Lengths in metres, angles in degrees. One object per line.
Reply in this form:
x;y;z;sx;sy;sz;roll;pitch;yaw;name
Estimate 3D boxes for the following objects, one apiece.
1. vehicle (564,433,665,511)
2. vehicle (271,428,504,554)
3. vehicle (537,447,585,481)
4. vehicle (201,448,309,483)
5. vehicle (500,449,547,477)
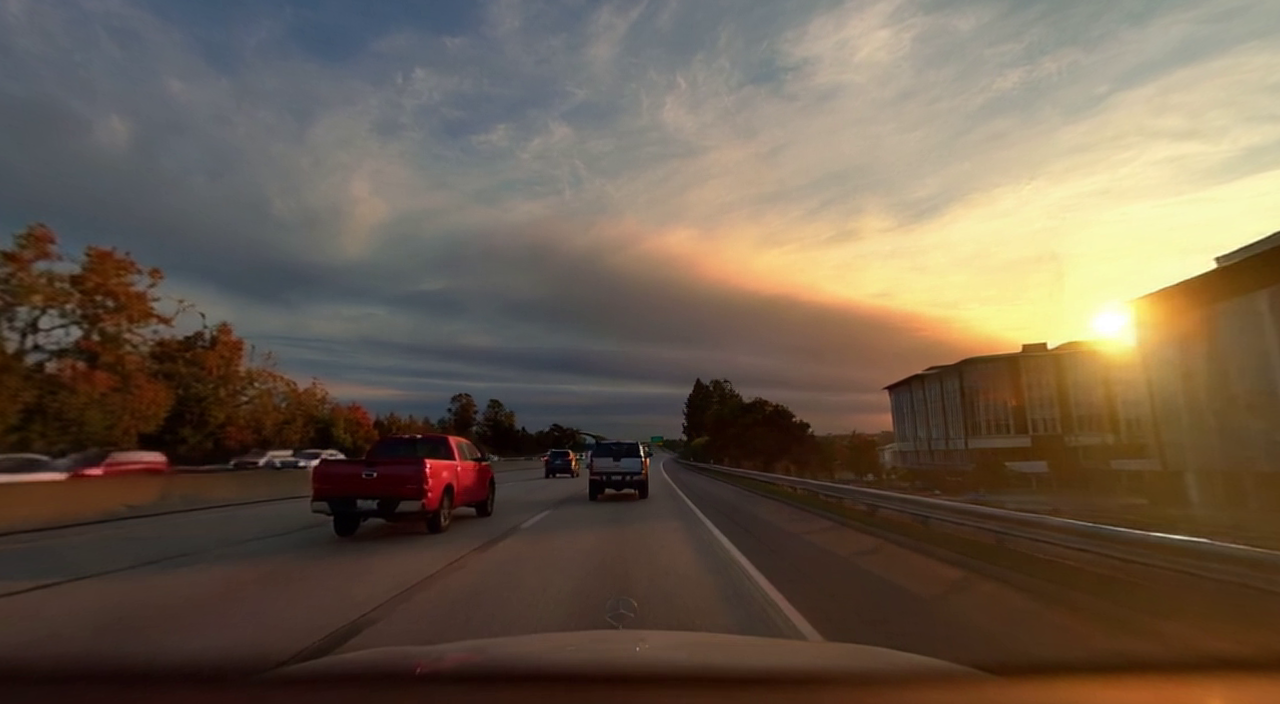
-0.543;3.059;16.606;2.293;1.753;4.380;0;-8;1;vehicle
-4.026;2.284;11.294;2.038;1.704;5.181;0;-8;0;vehicle
-4.349;6.211;35.420;1.991;1.776;4.333;0;-8;1;vehicle
-21.509;6.305;35.658;2.341;1.768;5.792;0;-8;1;vehicle
-7.738;7.384;42.292;2.115;1.705;4.843;0;-8;1;vehicle
